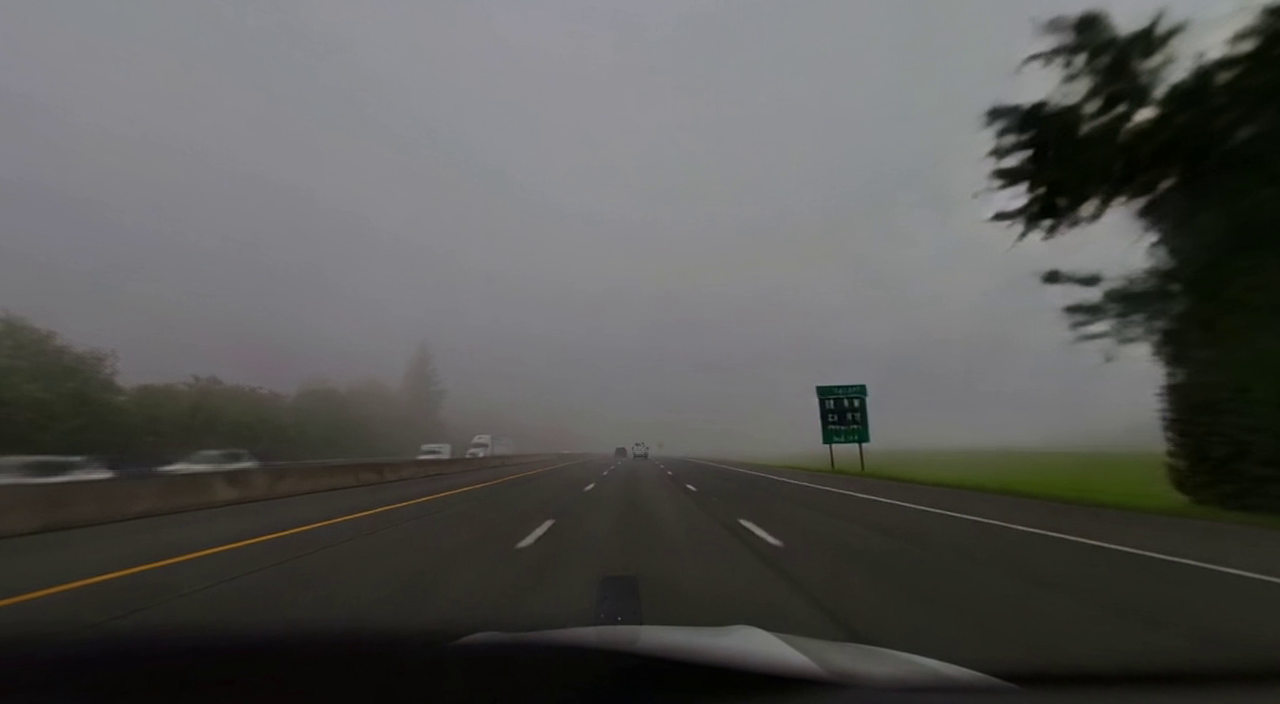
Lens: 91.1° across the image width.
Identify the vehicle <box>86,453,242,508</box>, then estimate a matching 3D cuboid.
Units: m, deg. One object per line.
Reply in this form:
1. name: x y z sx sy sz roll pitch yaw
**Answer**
1. vehicle: -15.670 4.213 21.057 1.828 1.570 4.326 0 -9 -1
